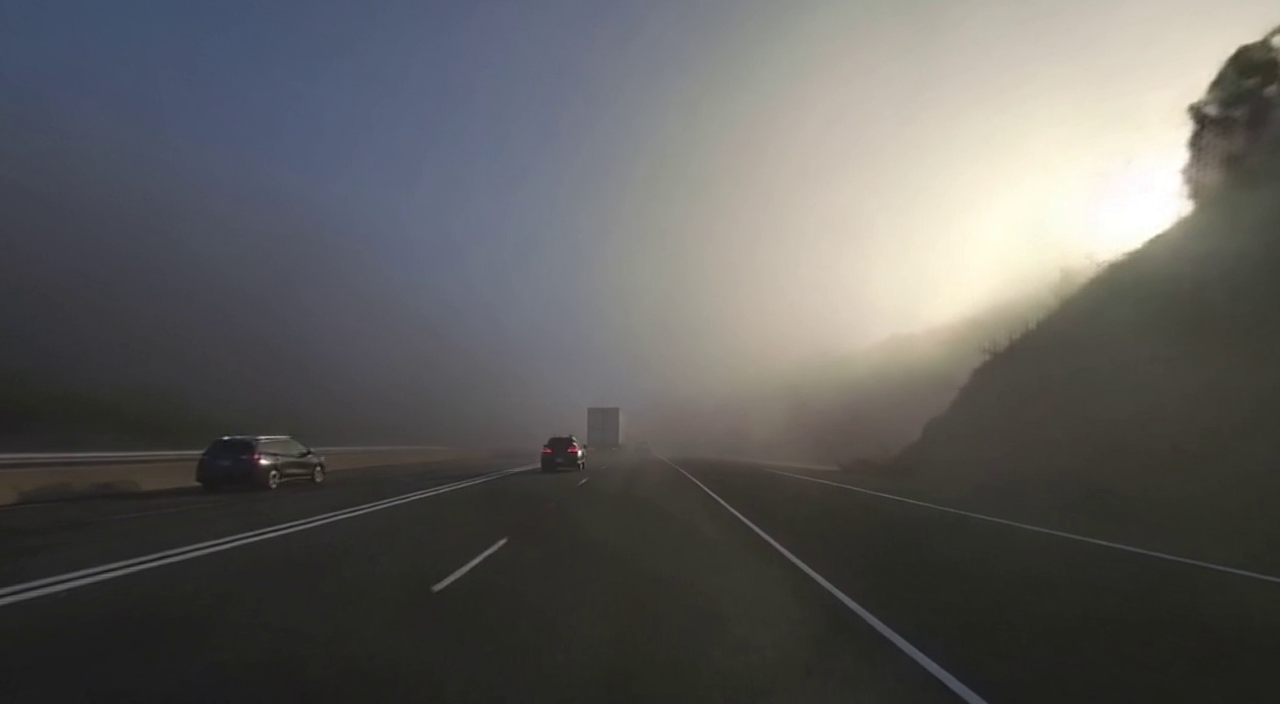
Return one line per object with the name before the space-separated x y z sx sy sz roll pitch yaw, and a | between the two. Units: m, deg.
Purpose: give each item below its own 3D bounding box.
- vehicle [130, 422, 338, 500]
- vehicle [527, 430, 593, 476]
vehicle | -10.963 2.976 17.676 2.130 1.828 5.523 0 -8 0
vehicle | -3.218 4.142 26.056 2.099 1.734 4.413 0 -8 1
